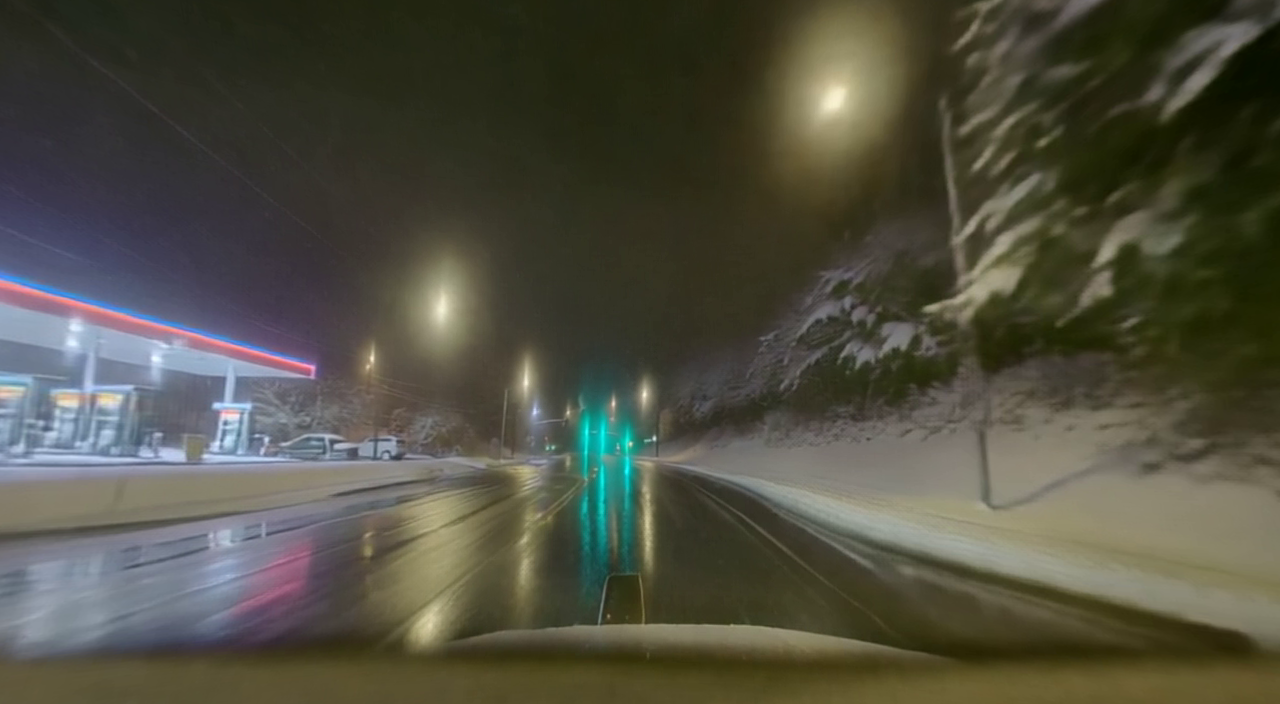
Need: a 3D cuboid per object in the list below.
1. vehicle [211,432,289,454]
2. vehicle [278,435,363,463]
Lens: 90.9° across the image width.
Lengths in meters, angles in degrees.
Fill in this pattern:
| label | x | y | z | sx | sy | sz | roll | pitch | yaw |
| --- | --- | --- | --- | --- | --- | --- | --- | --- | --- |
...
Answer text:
| label | x | y | z | sx | sy | sz | roll | pitch | yaw |
| --- | --- | --- | --- | --- | --- | --- | --- | --- | --- |
| vehicle | -28.555 | 6.652 | 46.212 | 4.505 | 1.523 | 1.873 | 8 | -12 | -43 |
| vehicle | -22.234 | 6.768 | 43.939 | 4.907 | 1.827 | 2.121 | 6 | -10 | -35 |
